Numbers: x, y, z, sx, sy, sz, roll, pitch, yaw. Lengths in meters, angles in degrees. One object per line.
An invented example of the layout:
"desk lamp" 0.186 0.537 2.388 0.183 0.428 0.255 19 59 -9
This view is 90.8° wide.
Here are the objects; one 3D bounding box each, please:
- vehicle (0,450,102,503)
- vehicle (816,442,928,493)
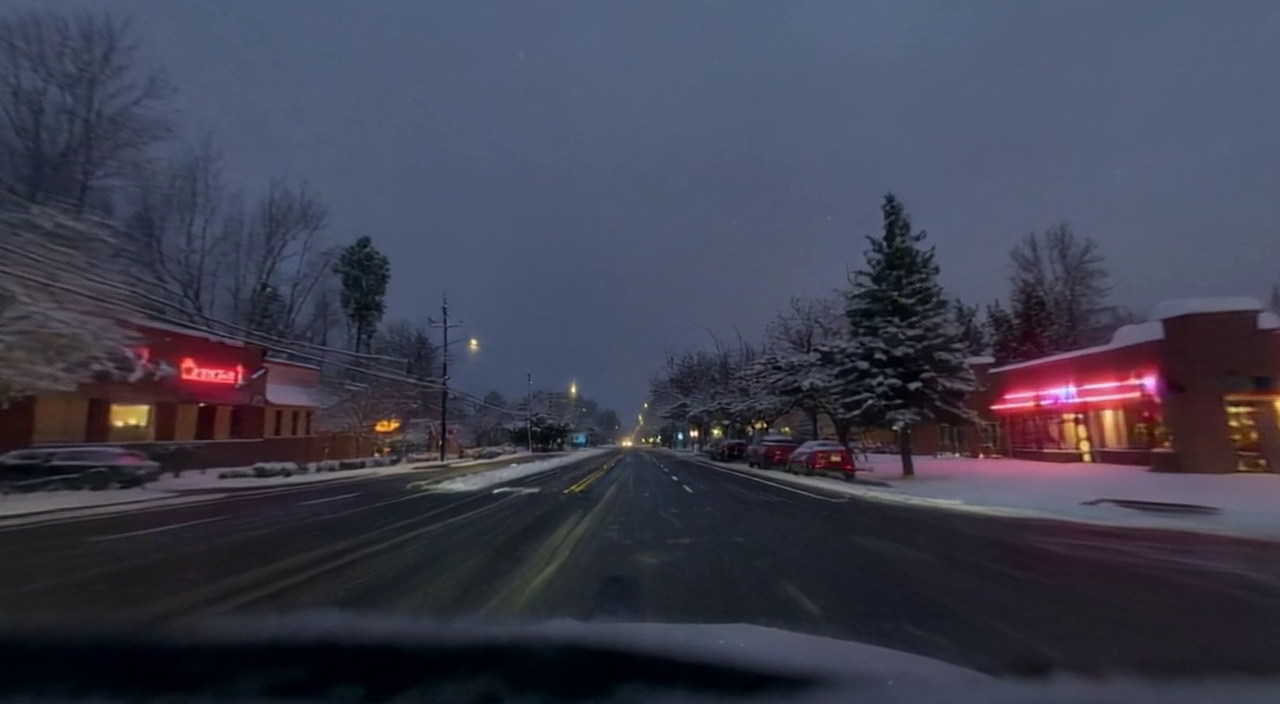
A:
"vehicle" -20.457 3.975 20.322 4.193 1.583 2.006 1 -9 -10
"vehicle" 7.434 3.714 20.764 2.057 1.478 4.356 0 -9 1
